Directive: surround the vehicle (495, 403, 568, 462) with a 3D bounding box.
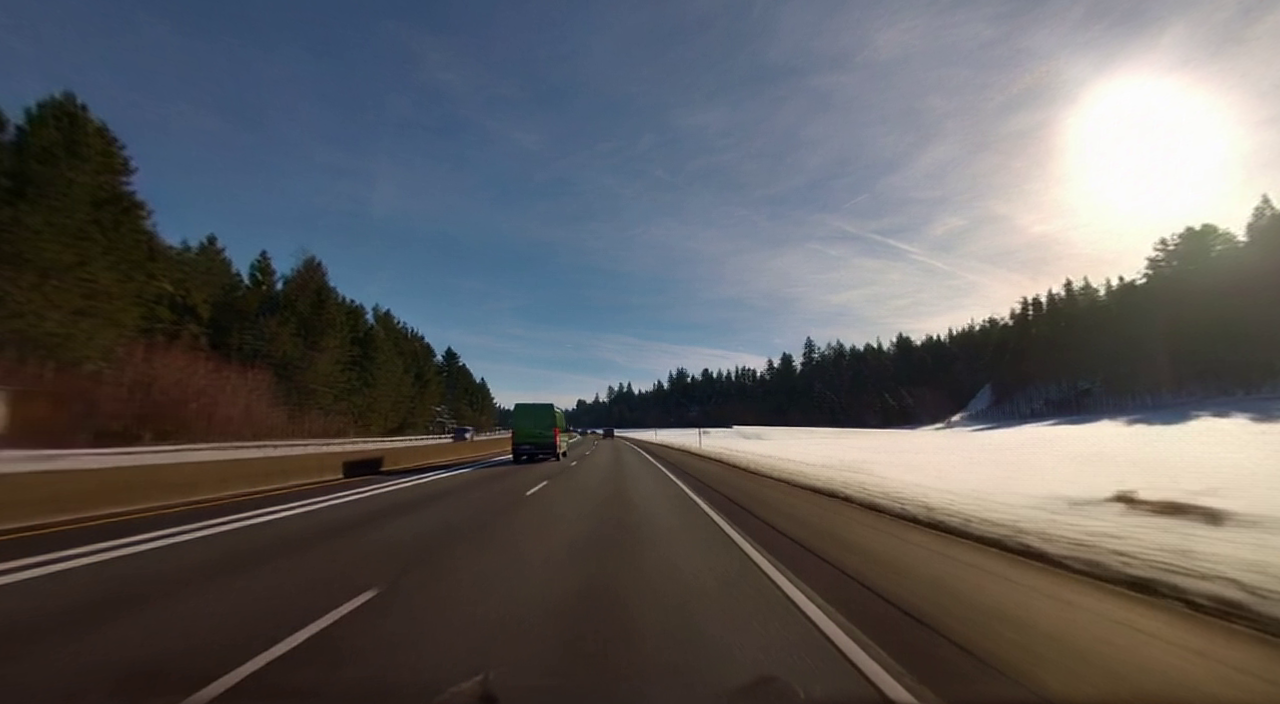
[{"bbox_3d":[-4.935,3.809,29.559,2.561,2.509,5.465,0,-8,-1],"label":"vehicle"}]

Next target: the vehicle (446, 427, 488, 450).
[{"bbox_3d":[-12.820,6.431,46.797,1.907,1.590,4.292,1,-7,-1],"label":"vehicle"}]
